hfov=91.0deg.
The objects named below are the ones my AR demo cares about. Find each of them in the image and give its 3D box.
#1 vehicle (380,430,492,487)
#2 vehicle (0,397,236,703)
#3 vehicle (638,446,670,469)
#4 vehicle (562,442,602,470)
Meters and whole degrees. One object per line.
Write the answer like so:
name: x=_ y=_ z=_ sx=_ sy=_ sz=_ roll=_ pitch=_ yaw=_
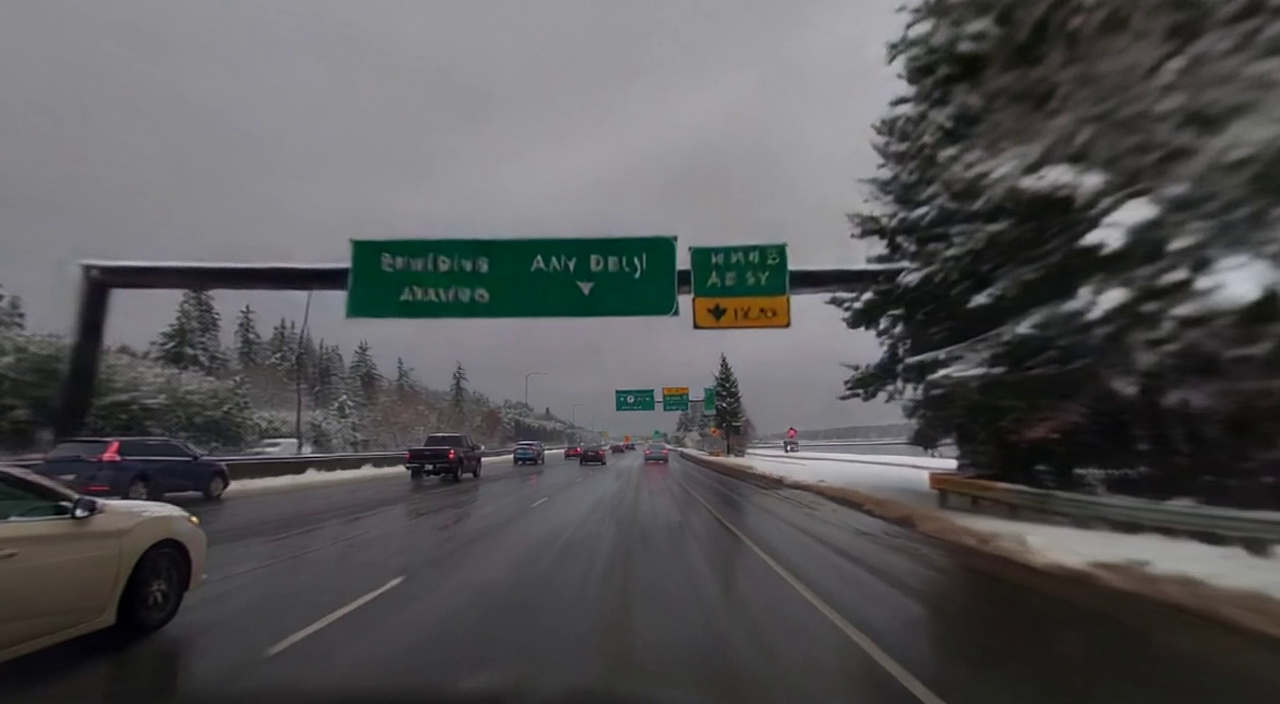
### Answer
vehicle: x=-7.511 y=3.979 z=23.924 sx=2.250 sy=1.870 sz=5.647 roll=0 pitch=-9 yaw=1
vehicle: x=-4.191 y=0.917 z=2.566 sx=2.027 sy=1.547 sz=4.511 roll=0 pitch=-9 yaw=1
vehicle: x=1.009 y=7.484 z=44.901 sx=2.153 sy=1.510 sz=4.646 roll=0 pitch=-9 yaw=2
vehicle: x=-3.787 y=6.856 z=41.696 sx=2.132 sy=1.708 sz=4.571 roll=0 pitch=-9 yaw=1
